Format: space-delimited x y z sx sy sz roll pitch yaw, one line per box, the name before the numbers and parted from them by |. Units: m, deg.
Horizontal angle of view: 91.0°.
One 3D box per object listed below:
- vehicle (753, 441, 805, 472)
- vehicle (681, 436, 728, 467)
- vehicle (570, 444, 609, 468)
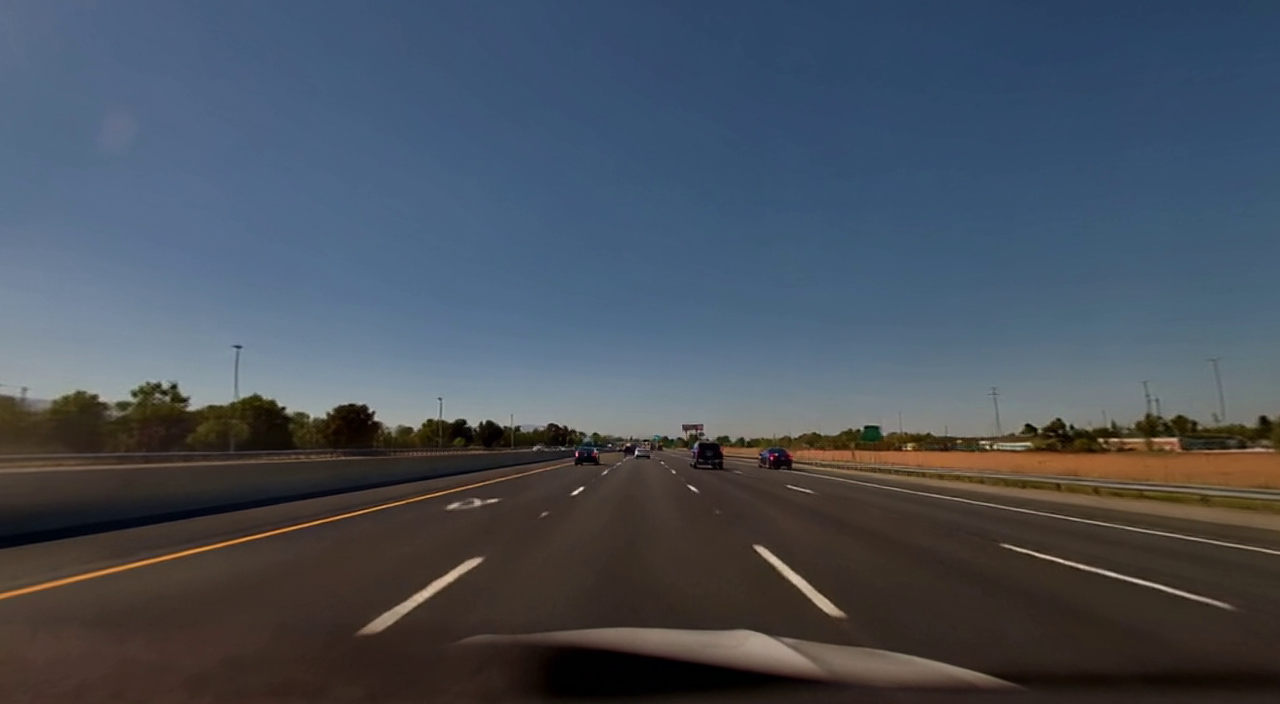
vehicle | 8.343 6.316 38.210 2.188 1.727 4.381 0 -9 1
vehicle | 4.432 7.009 44.298 2.770 1.990 5.755 0 -9 1
vehicle | -3.295 6.907 42.051 2.164 1.507 4.748 0 -9 1
